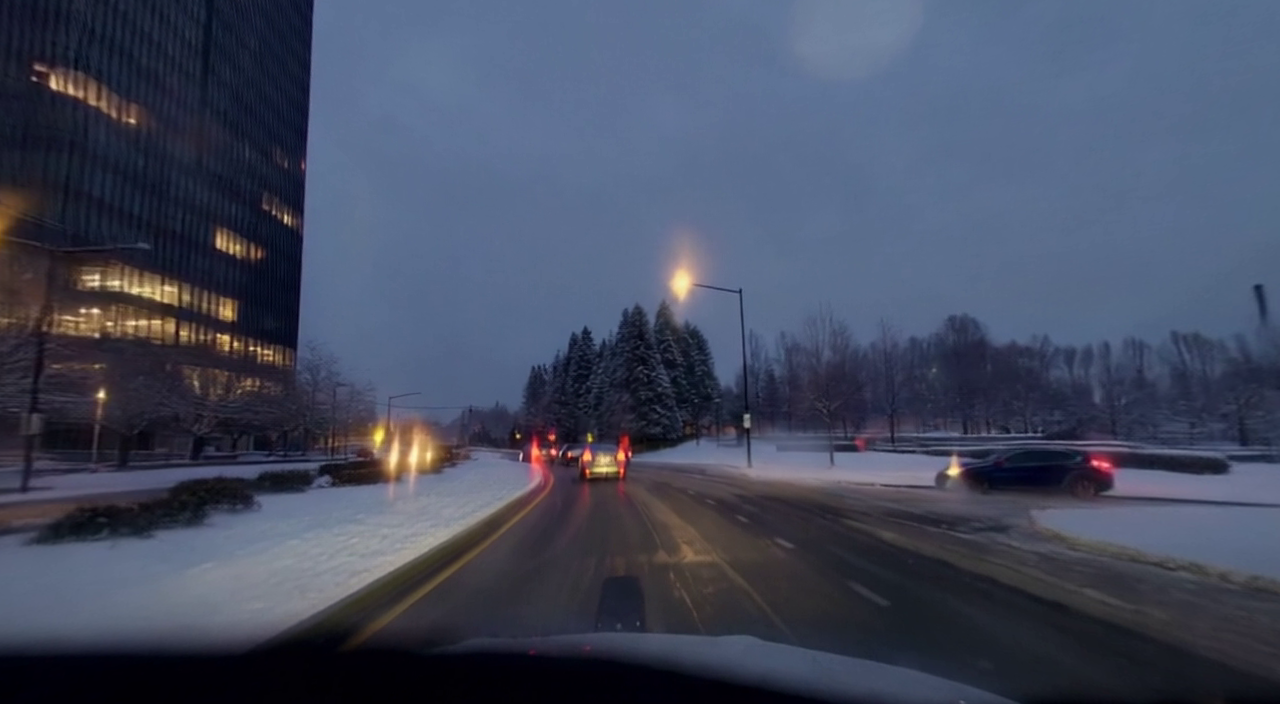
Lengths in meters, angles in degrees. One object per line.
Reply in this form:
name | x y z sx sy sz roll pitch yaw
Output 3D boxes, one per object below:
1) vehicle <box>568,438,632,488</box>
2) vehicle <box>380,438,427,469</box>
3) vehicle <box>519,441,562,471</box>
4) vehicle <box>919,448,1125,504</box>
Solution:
vehicle | -1.467 4.111 23.682 2.183 1.675 4.319 0 -9 -3
vehicle | -17.315 7.542 46.467 2.334 1.945 5.298 6 -12 -12
vehicle | -6.261 6.446 39.167 2.121 1.728 4.161 3 -9 -16
vehicle | 11.080 3.620 18.640 4.645 1.505 2.100 -1 -9 7
